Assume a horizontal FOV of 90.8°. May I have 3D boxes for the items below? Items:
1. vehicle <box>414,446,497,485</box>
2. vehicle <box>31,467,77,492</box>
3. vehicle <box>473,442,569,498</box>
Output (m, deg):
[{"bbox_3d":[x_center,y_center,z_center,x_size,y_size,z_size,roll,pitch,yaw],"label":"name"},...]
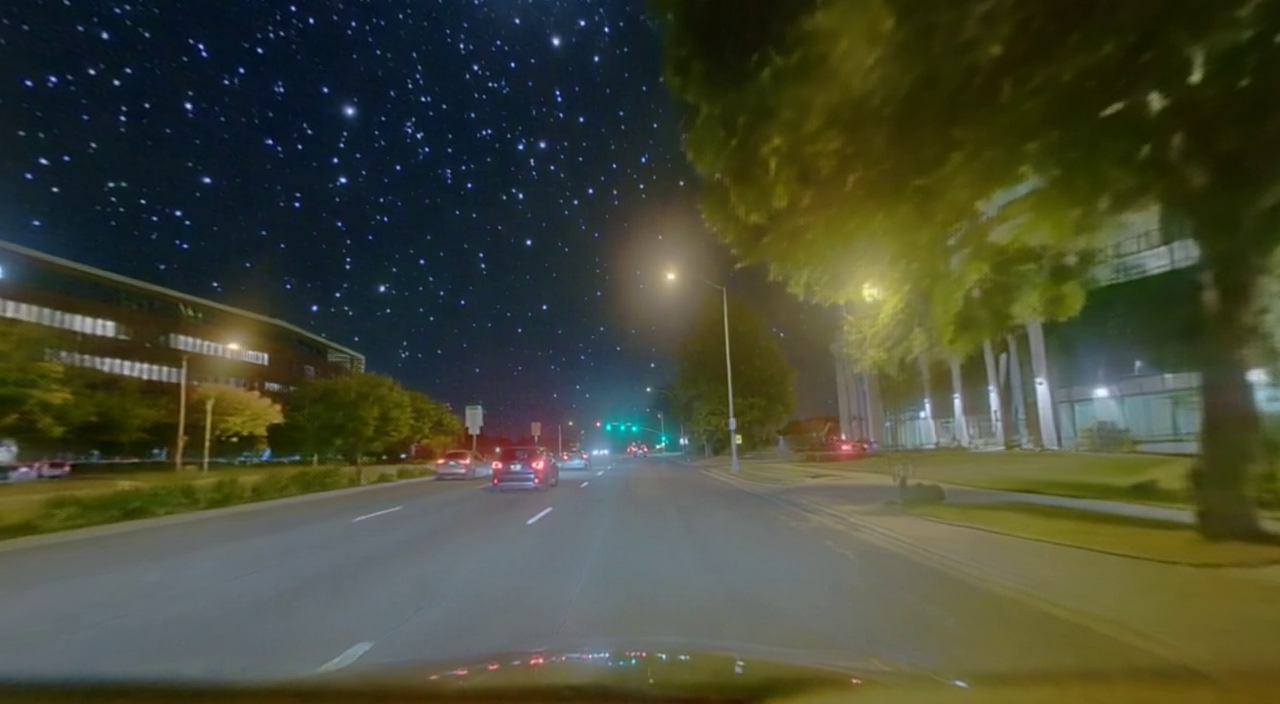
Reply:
[{"bbox_3d":[-7.608,4.727,26.616,1.976,1.497,4.709,0,-9,1],"label":"vehicle"},{"bbox_3d":[-39.769,8.606,42.845,1.960,1.475,4.381,9,-12,-44],"label":"vehicle"},{"bbox_3d":[-3.467,3.556,19.413,2.011,1.483,4.596,0,-9,1],"label":"vehicle"}]
